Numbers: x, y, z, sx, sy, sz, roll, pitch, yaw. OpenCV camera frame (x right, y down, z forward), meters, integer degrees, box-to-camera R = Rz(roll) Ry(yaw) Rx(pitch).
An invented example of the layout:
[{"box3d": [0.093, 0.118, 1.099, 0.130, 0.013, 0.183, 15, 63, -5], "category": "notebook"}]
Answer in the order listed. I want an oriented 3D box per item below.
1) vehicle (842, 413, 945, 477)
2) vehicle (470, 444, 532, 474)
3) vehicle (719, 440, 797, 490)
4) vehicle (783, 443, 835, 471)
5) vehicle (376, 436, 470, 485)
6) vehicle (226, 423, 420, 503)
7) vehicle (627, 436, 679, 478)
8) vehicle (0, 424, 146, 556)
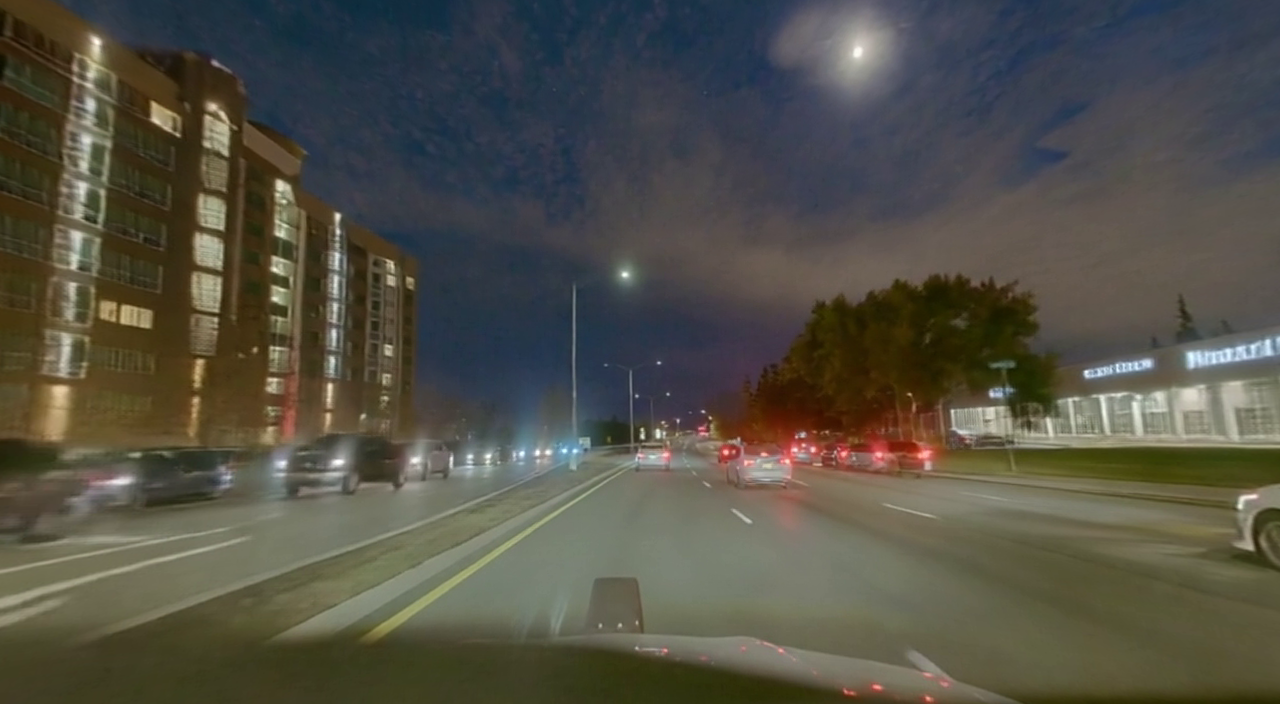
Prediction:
[{"box3d": [12.619, 4.719, 32.068, 2.790, 2.897, 6.326, -1, -9, 3], "category": "vehicle"}, {"box3d": [-7.291, 5.645, 33.663, 1.992, 1.465, 4.458, -1, -9, 4], "category": "vehicle"}, {"box3d": [3.830, 3.713, 21.152, 1.852, 1.498, 3.825, 0, -9, 0], "category": "vehicle"}, {"box3d": [9.675, 6.020, 36.496, 1.860, 1.475, 4.488, 0, -9, 2], "category": "vehicle"}, {"box3d": [-8.342, 4.213, 24.776, 1.934, 1.713, 4.441, 0, -9, 2], "category": "vehicle"}, {"box3d": [-8.265, 2.972, 17.372, 2.218, 1.819, 5.732, 0, -9, 2], "category": "vehicle"}, {"box3d": [0.619, 4.628, 28.036, 2.101, 1.694, 3.979, 0, -9, 3], "category": "vehicle"}, {"box3d": [-8.767, 1.683, 7.410, 1.920, 1.590, 5.041, -2, -8, 0], "category": "vehicle"}]
